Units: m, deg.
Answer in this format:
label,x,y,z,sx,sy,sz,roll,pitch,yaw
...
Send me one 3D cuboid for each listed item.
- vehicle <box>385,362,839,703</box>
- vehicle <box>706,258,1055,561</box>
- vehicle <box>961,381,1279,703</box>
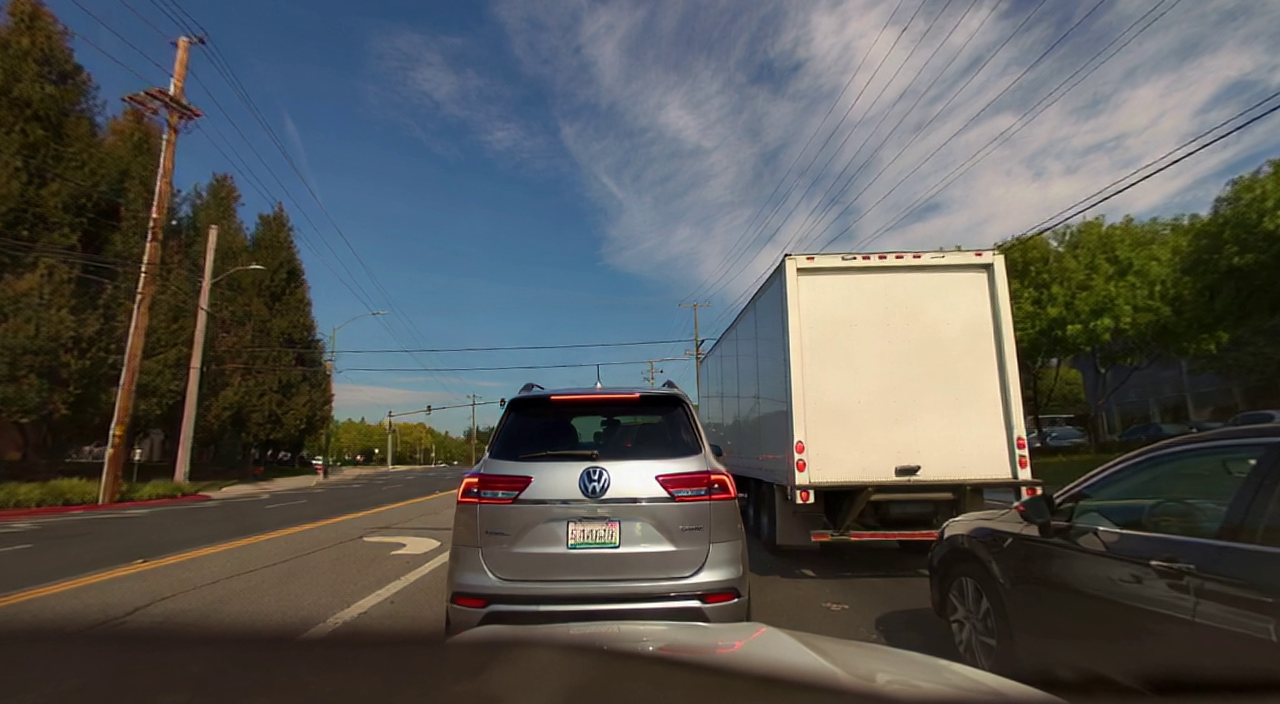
label,x,y,z,sx,sy,sz,roll,pitch,yaw
vehicle,-0.127,1.222,5.131,2.114,1.732,4.230,0,-8,0
vehicle,3.232,1.256,11.809,2.915,3.559,8.848,0,-8,0
vehicle,2.832,0.736,1.192,1.971,1.484,4.728,0,-8,0
